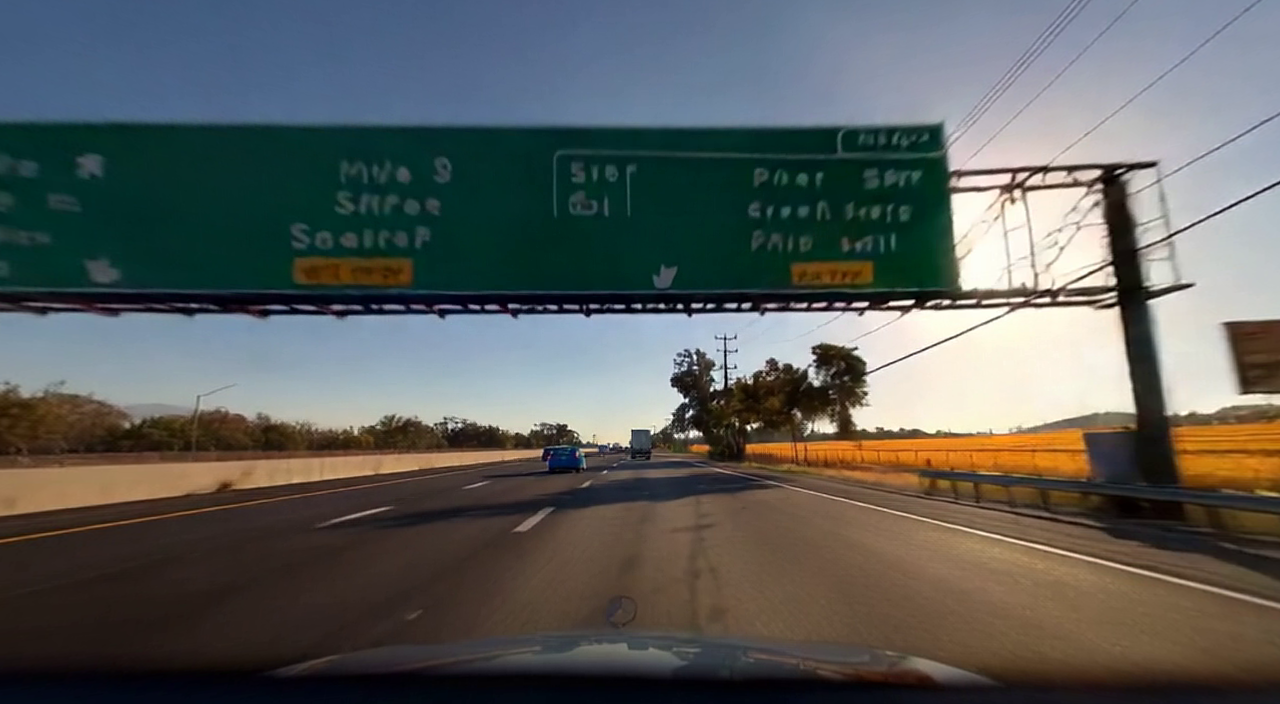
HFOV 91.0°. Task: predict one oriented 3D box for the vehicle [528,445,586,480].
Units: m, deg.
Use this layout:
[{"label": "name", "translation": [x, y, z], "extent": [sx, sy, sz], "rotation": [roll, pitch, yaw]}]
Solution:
[{"label": "vehicle", "translation": [-3.841, 5.194, 29.906], "extent": [2.104, 1.501, 4.459], "rotation": [0, -9, 0]}]
